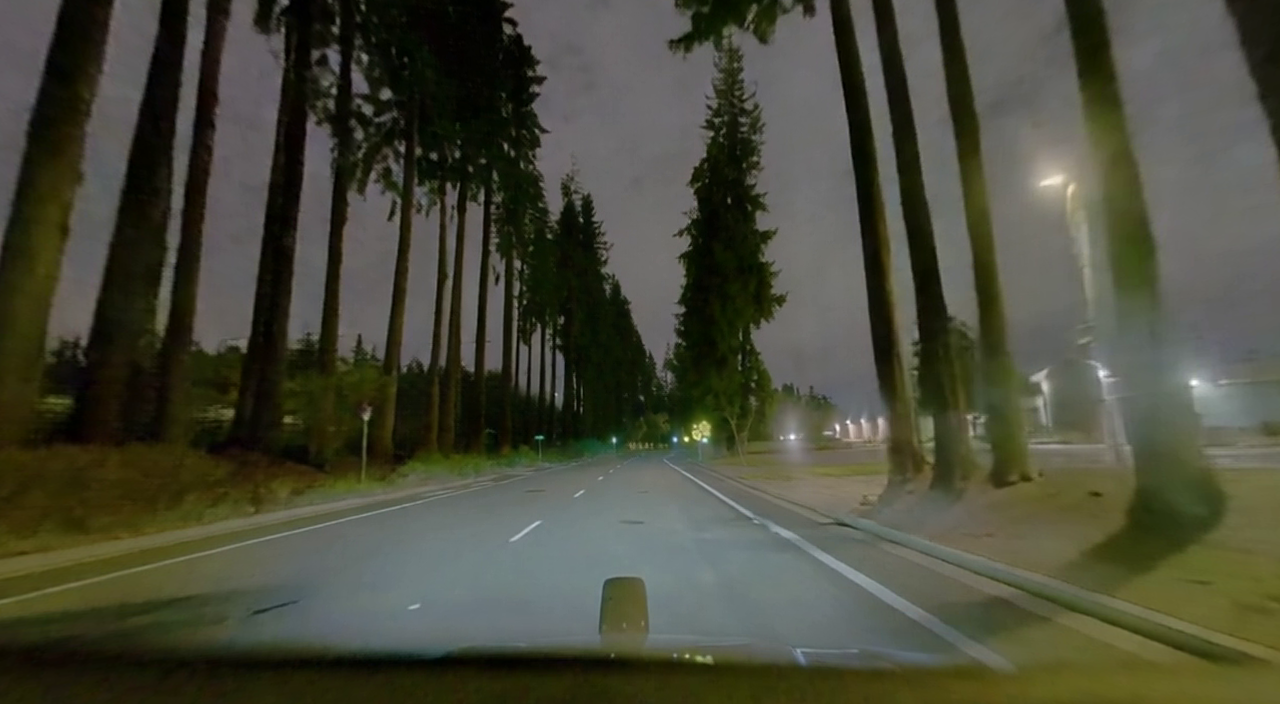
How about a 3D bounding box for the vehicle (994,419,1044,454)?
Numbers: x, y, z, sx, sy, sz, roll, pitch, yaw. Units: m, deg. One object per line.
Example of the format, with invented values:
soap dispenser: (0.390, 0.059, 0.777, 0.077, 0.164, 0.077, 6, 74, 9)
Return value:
vehicle: (21.746, 4.894, 36.274, 1.889, 1.853, 4.207, -4, -9, 24)
